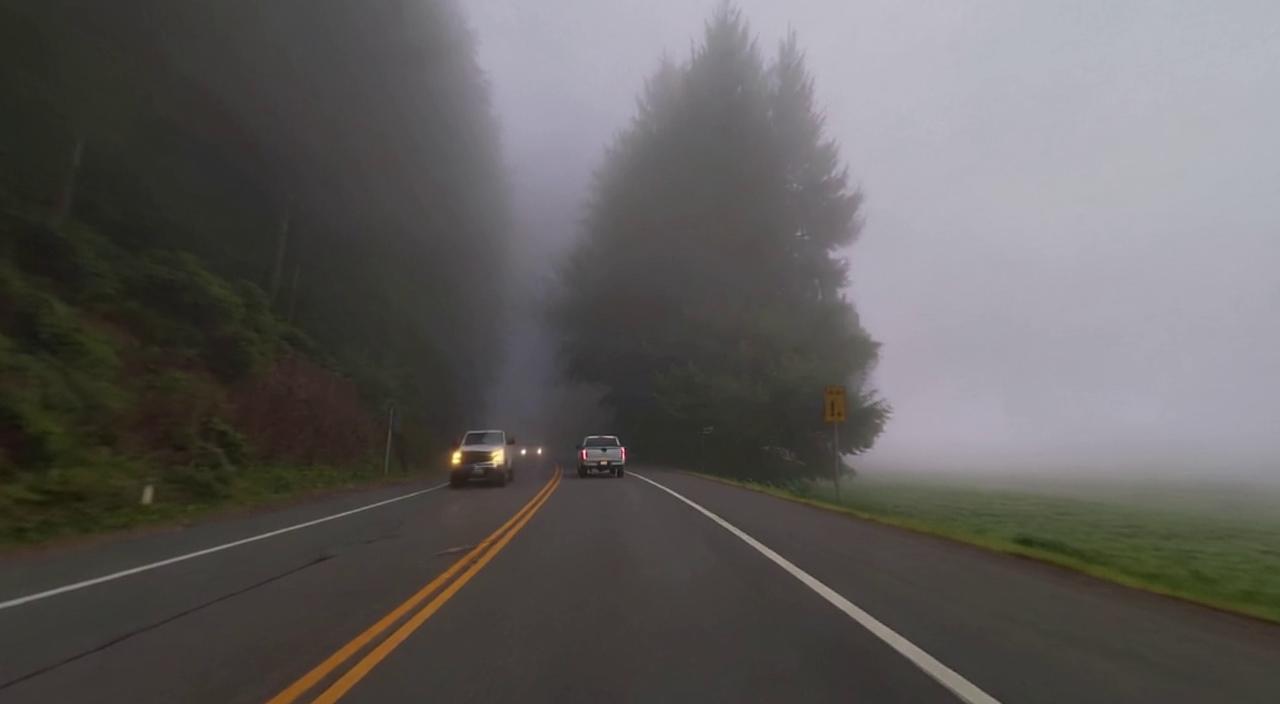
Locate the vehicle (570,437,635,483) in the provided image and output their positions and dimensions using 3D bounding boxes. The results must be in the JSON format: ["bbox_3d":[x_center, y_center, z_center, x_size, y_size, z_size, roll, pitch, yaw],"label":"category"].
[{"bbox_3d":[-1.681,4.722,28.085,2.631,1.798,5.331,0,-8,-4],"label":"vehicle"}]

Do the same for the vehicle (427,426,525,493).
[{"bbox_3d":[-5.448,3.650,21.797,2.374,1.989,4.909,0,-8,-4],"label":"vehicle"}]
